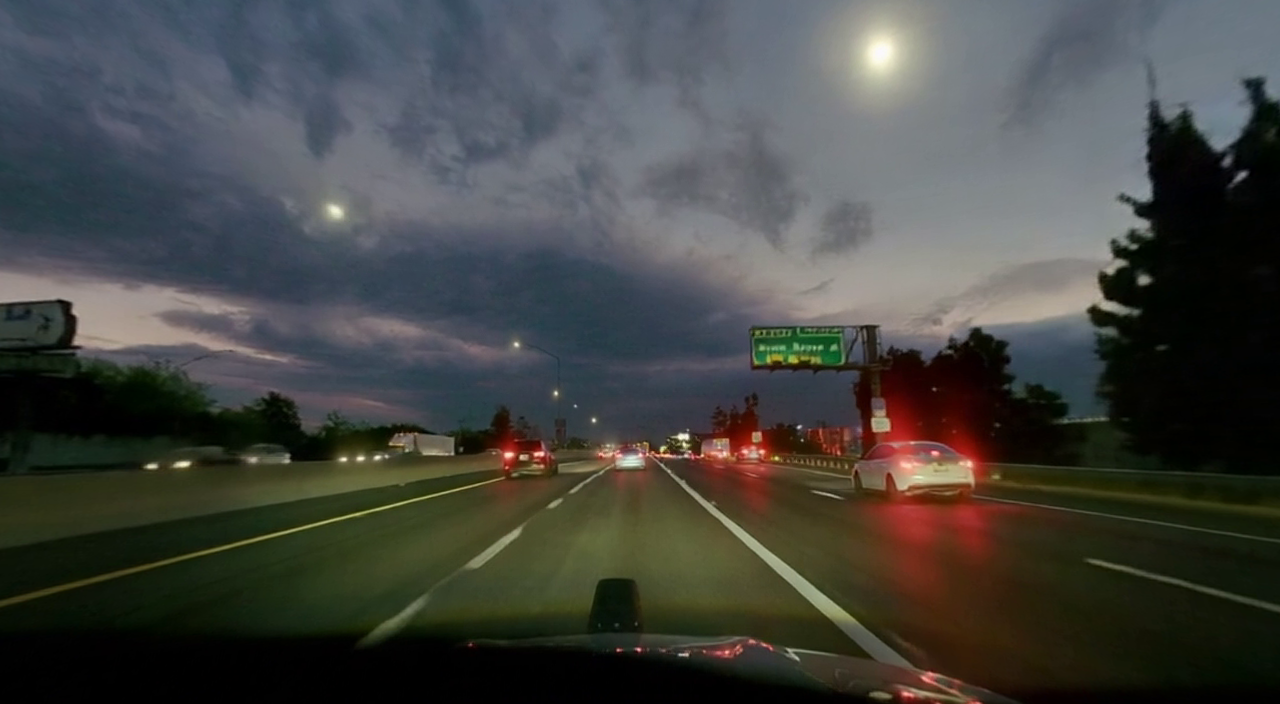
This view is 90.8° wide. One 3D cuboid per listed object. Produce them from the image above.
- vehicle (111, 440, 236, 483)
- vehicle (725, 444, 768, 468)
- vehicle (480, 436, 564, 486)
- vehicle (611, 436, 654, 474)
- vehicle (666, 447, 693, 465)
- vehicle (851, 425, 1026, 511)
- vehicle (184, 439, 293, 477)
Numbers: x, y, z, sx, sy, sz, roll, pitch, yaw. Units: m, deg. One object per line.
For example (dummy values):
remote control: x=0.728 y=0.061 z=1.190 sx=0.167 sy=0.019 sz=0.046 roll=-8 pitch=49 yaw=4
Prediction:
vehicle: x=-17.801 y=4.184 z=24.359 sx=1.817 sy=1.500 sz=3.838 roll=0 pitch=-9 yaw=0
vehicle: x=6.743 y=6.629 z=40.433 sx=1.879 sy=1.428 sz=4.402 roll=0 pitch=-9 yaw=-1
vehicle: x=-4.197 y=3.974 z=23.278 sx=2.126 sy=1.631 sz=4.643 roll=0 pitch=-8 yaw=1
vehicle: x=-0.347 y=5.144 z=31.792 sx=2.002 sy=1.759 sz=4.658 roll=0 pitch=-8 yaw=0
vehicle: x=2.975 y=7.993 z=48.634 sx=1.816 sy=1.353 sz=3.809 roll=0 pitch=-8 yaw=-1
vehicle: x=6.604 y=2.605 z=14.609 sx=1.944 sy=1.666 sz=4.184 roll=0 pitch=-9 yaw=0
vehicle: x=-21.366 y=5.650 z=33.977 sx=2.093 sy=1.851 sz=5.667 roll=0 pitch=-9 yaw=0
